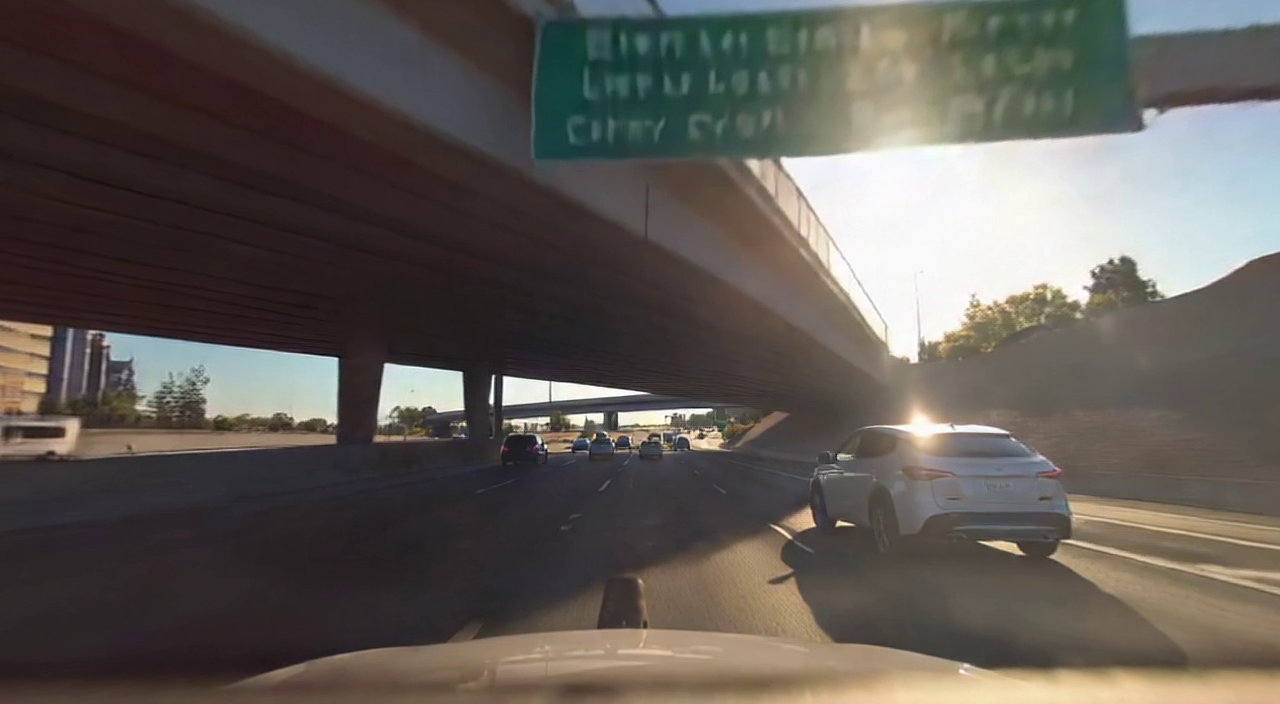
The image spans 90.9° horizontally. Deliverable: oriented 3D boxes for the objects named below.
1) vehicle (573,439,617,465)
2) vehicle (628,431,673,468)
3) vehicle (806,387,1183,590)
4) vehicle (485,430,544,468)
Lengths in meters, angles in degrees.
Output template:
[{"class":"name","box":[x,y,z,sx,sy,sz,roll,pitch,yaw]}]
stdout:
[{"class":"vehicle","box":[-2.512,5.702,36.203,2.205,1.406,4.286,0,-8,1]},{"class":"vehicle","box":[0.552,4.891,31.857,2.133,1.739,3.925,0,-8,2]},{"class":"vehicle","box":[3.820,1.563,8.070,2.083,1.823,4.627,0,-8,0]},{"class":"vehicle","box":[-5.955,4.676,30.431,1.946,1.688,4.019,0,-8,1]}]
